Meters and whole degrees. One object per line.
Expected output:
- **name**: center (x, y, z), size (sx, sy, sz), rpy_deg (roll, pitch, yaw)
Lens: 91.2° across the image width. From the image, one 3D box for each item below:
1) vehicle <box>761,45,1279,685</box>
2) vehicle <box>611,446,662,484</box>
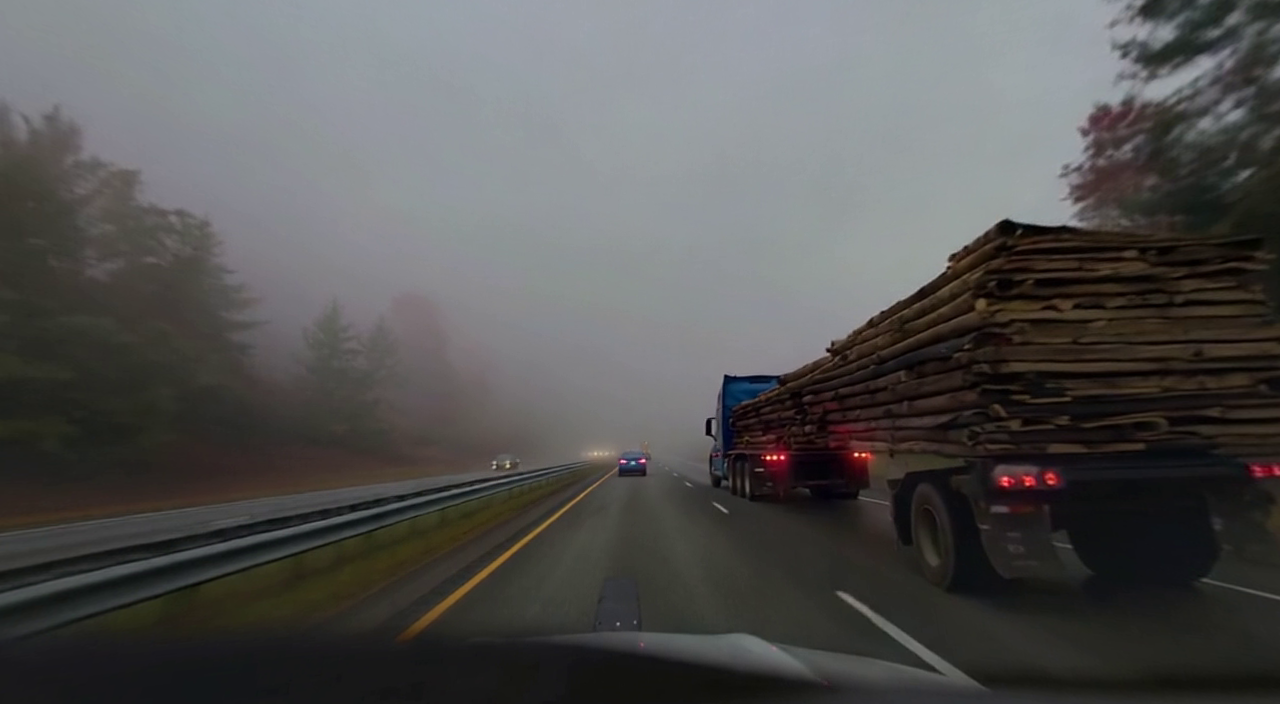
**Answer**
- **vehicle**: center (3.952, 0.559, 7.961), size (3.004, 3.923, 8.363), rpy_deg (-1, -9, -1)
- **vehicle**: center (-0.174, 5.004, 28.074), size (2.099, 1.506, 4.097), rpy_deg (-1, -9, 0)
